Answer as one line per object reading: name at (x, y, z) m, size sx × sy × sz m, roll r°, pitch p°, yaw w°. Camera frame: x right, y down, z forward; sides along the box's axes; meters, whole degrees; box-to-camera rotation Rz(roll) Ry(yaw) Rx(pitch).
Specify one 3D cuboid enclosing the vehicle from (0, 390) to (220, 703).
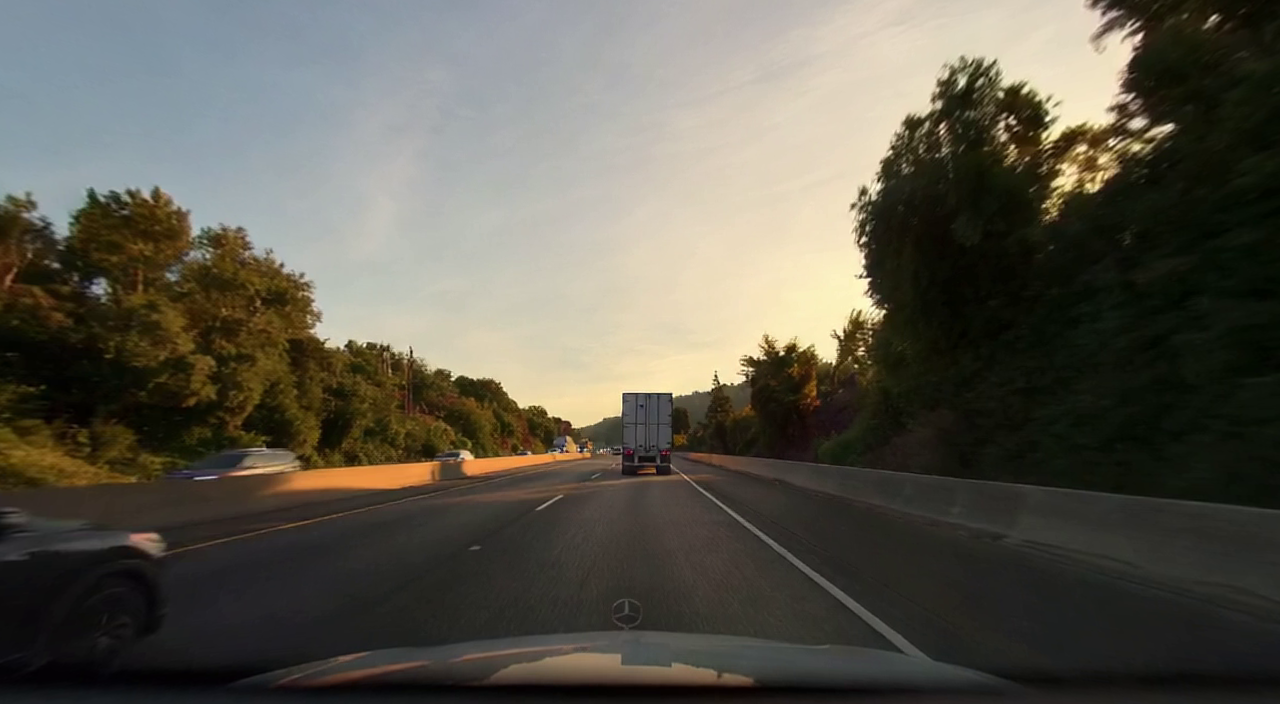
vehicle at (-3.619, 0.743, 1.289) m, size 2.074 × 1.546 × 4.946 m, roll 0°, pitch -9°, yaw 0°

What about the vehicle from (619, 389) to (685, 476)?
vehicle at (0.485, 4.356, 33.087) m, size 2.959 × 3.828 × 9.617 m, roll 0°, pitch -9°, yaw -1°
